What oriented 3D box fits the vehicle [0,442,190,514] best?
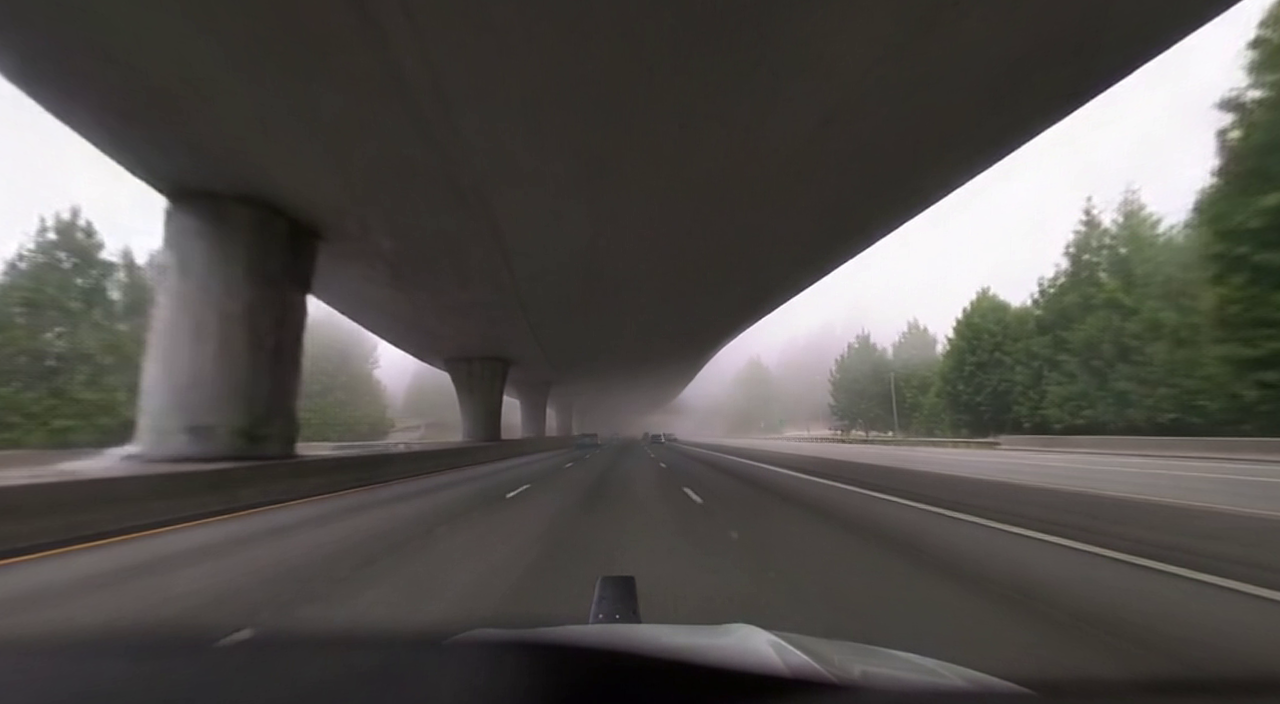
[{"bbox_3d":[-12.870,2.816,14.667,1.758,1.404,4.108,0,-8,-1],"label":"vehicle"}]
